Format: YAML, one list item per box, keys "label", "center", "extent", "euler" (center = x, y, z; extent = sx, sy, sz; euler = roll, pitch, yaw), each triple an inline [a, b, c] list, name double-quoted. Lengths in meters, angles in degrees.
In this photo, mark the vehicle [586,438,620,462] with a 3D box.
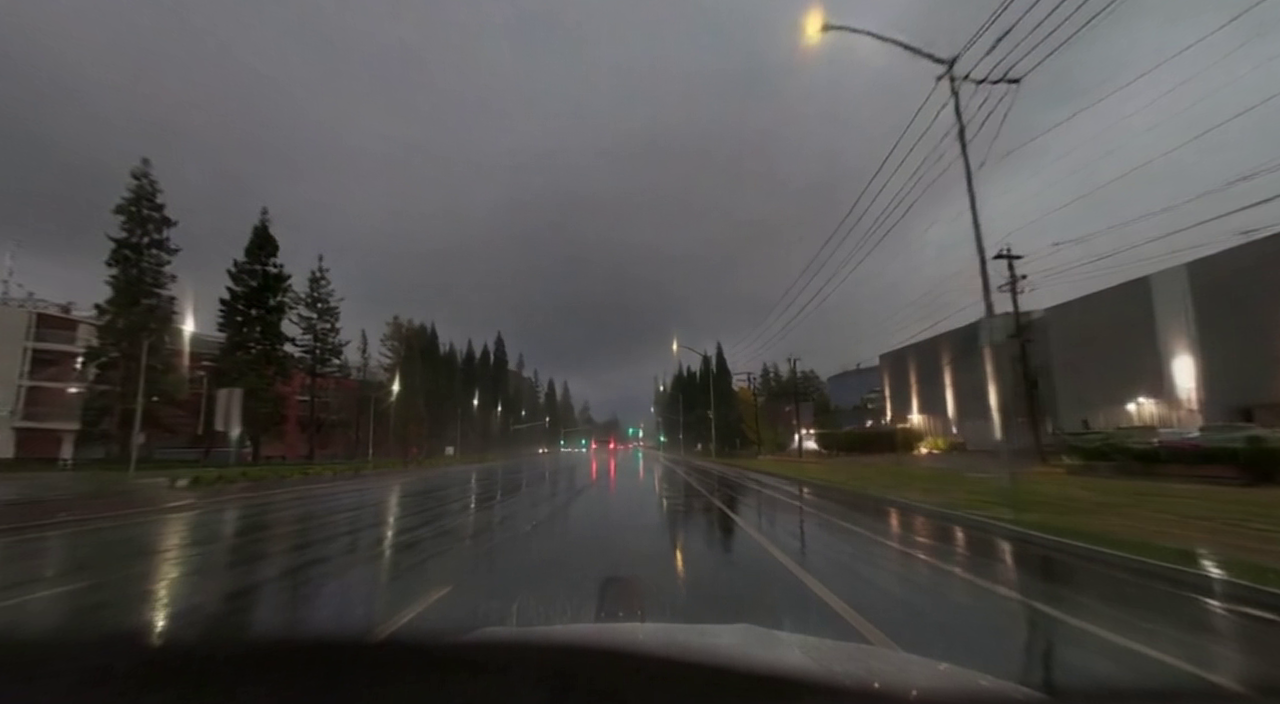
- label: "vehicle"
  center: [-2.597, 7.033, 45.358]
  extent: [2.121, 1.654, 3.993]
  euler: [0, -8, 1]
